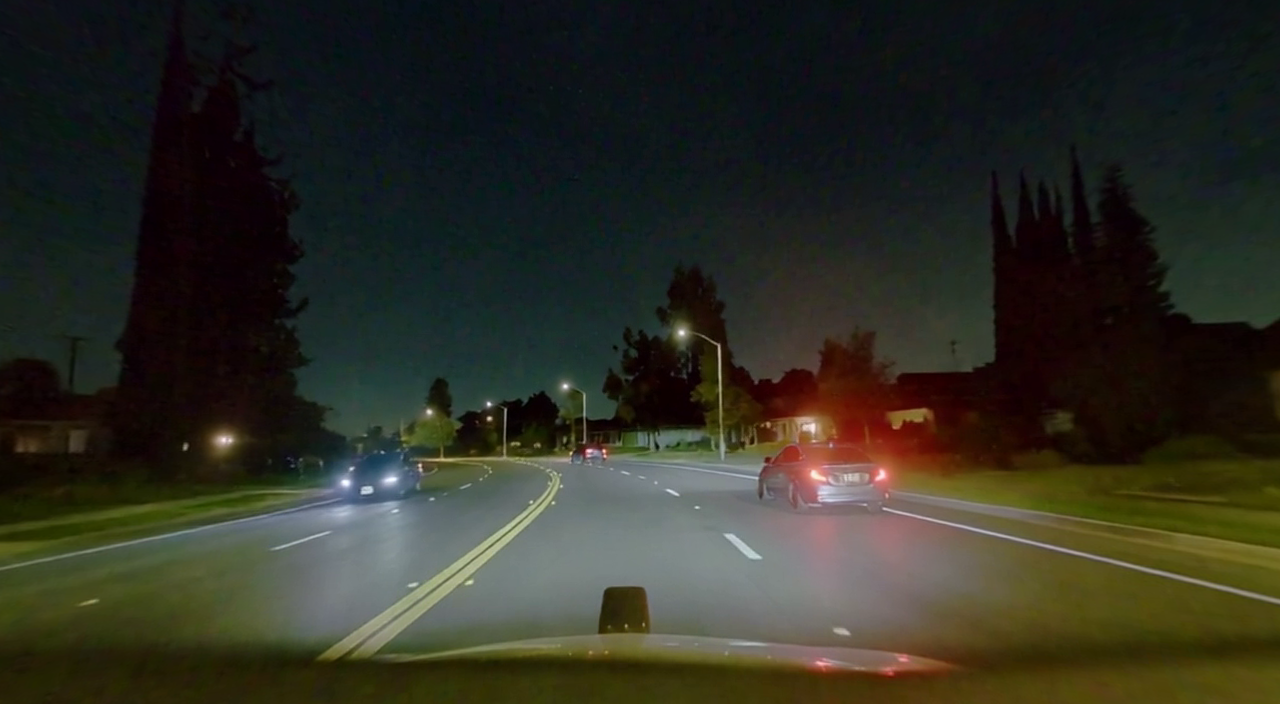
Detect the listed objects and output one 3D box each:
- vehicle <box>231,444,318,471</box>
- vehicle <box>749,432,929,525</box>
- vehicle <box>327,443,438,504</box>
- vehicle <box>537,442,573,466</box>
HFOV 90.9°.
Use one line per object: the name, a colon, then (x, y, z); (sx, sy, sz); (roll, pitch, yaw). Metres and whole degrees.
vehicle: (-23.662, 6.820, 40.880); (4.477, 1.631, 1.893); (7, -11, -40)
vehicle: (3.645, 2.395, 12.535); (1.934, 1.506, 4.282); (0, -8, -4)
vehicle: (-8.081, 3.798, 20.283); (2.091, 1.700, 4.438); (1, -8, -6)
vehicle: (-6.435, 7.632, 47.241); (2.106, 1.667, 4.367); (2, -9, -15)
